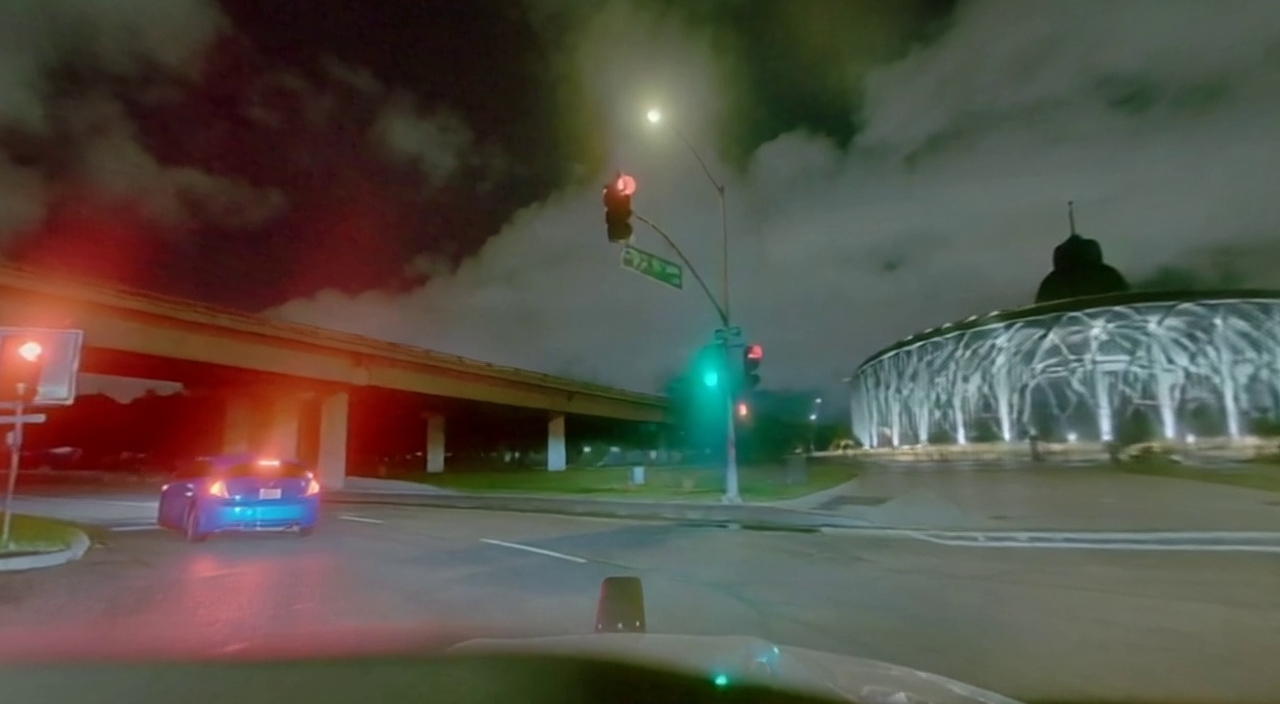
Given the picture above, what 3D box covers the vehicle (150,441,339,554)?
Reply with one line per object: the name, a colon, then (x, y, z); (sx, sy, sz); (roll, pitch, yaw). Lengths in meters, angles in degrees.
vehicle: (-7.009, 2.383, 11.016); (1.976, 1.584, 3.772); (8, -12, -42)
